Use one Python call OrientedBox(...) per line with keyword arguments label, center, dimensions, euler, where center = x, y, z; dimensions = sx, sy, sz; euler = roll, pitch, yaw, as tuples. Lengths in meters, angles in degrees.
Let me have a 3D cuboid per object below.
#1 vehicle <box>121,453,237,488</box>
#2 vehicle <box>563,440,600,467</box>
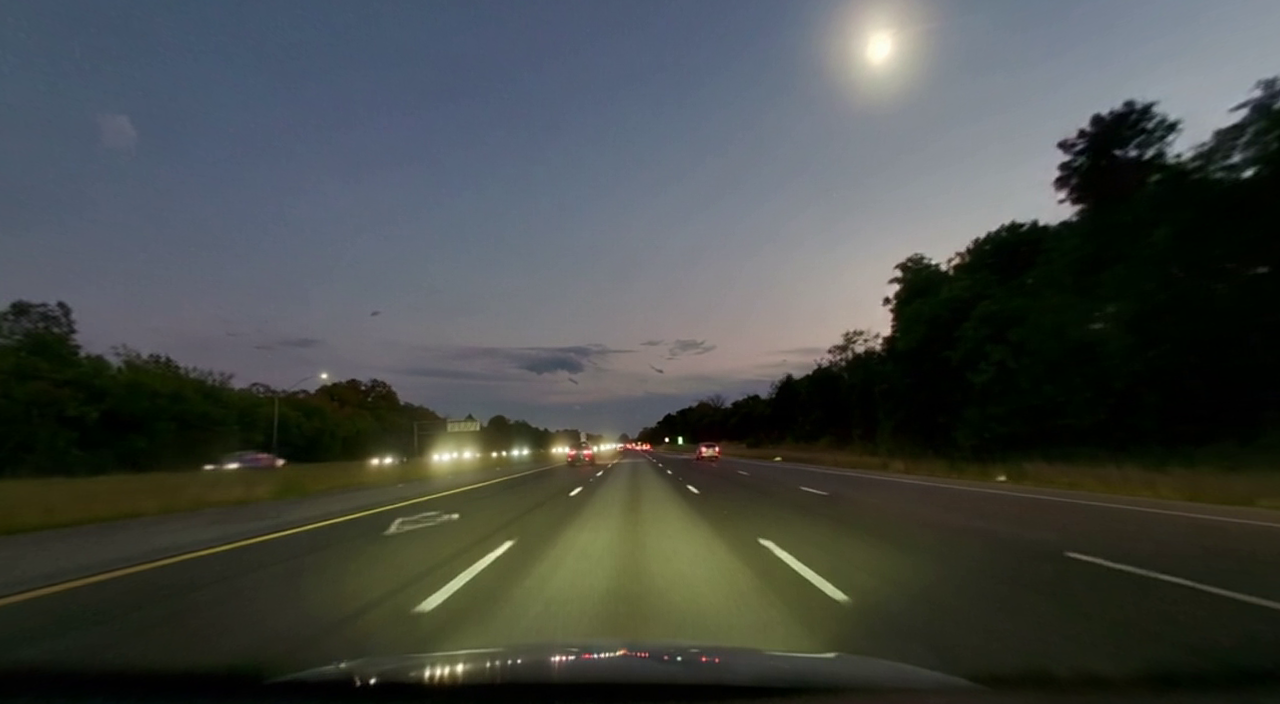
OrientedBox(label="vehicle", center=(-21.626, 5.561, 29.957), dimensions=(1.884, 1.480, 4.817), euler=(0, -9, 0))
OrientedBox(label="vehicle", center=(-4.031, 7.074, 44.119), dimensions=(2.114, 1.774, 4.427), euler=(0, -9, 0))
